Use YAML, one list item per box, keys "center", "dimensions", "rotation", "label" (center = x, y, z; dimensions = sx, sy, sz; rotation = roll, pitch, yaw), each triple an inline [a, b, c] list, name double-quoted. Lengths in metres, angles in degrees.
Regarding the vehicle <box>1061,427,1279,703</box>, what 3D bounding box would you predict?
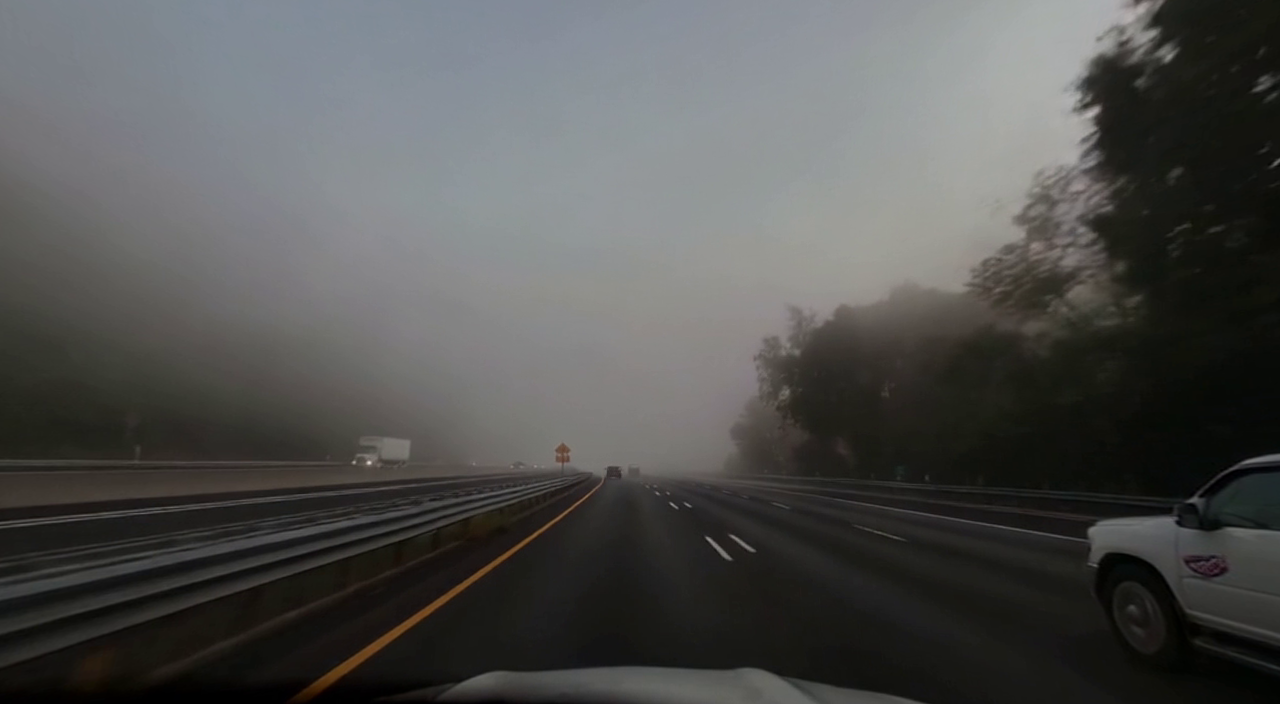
- center: [4.072, 0.988, 2.209]
  dimensions: [1.965, 1.502, 4.599]
  rotation: [1, -10, 0]
  label: "vehicle"
